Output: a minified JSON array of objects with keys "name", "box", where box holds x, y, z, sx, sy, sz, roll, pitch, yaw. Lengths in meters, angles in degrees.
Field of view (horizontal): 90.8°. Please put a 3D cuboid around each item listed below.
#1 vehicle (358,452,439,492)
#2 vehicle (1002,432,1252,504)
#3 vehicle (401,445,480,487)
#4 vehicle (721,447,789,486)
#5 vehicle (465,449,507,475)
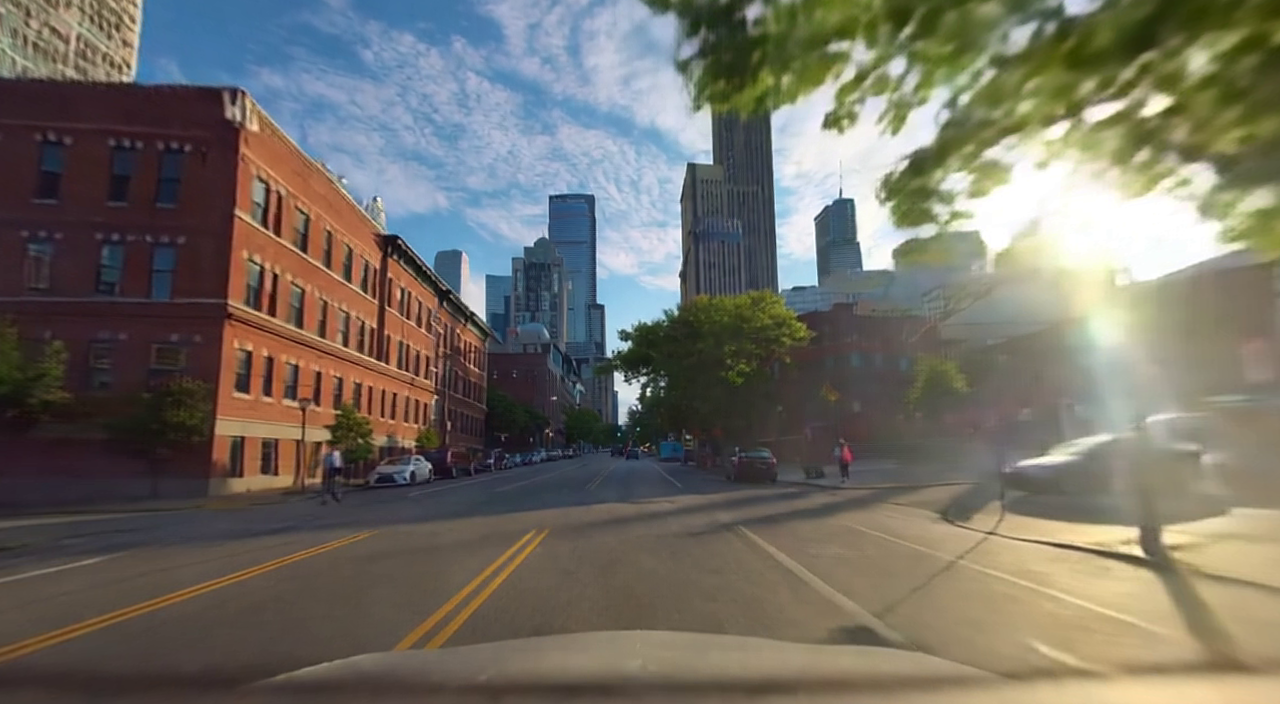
[{"name":"vehicle","box":[-11.246,5.580,29.824,1.992,1.629,4.773,-2,-9,-1]},{"name":"vehicle","box":[11.595,2.776,15.310,4.380,1.608,1.942,0,-9,0]},{"name":"vehicle","box":[-11.112,6.360,35.800,2.574,1.922,6.292,-4,-8,-2]},{"name":"vehicle","box":[4.754,4.792,26.809,1.929,1.522,4.543,0,-9,-1]},{"name":"vehicle","box":[-11.609,8.319,48.070,1.970,1.828,5.519,-1,-9,-2]}]
